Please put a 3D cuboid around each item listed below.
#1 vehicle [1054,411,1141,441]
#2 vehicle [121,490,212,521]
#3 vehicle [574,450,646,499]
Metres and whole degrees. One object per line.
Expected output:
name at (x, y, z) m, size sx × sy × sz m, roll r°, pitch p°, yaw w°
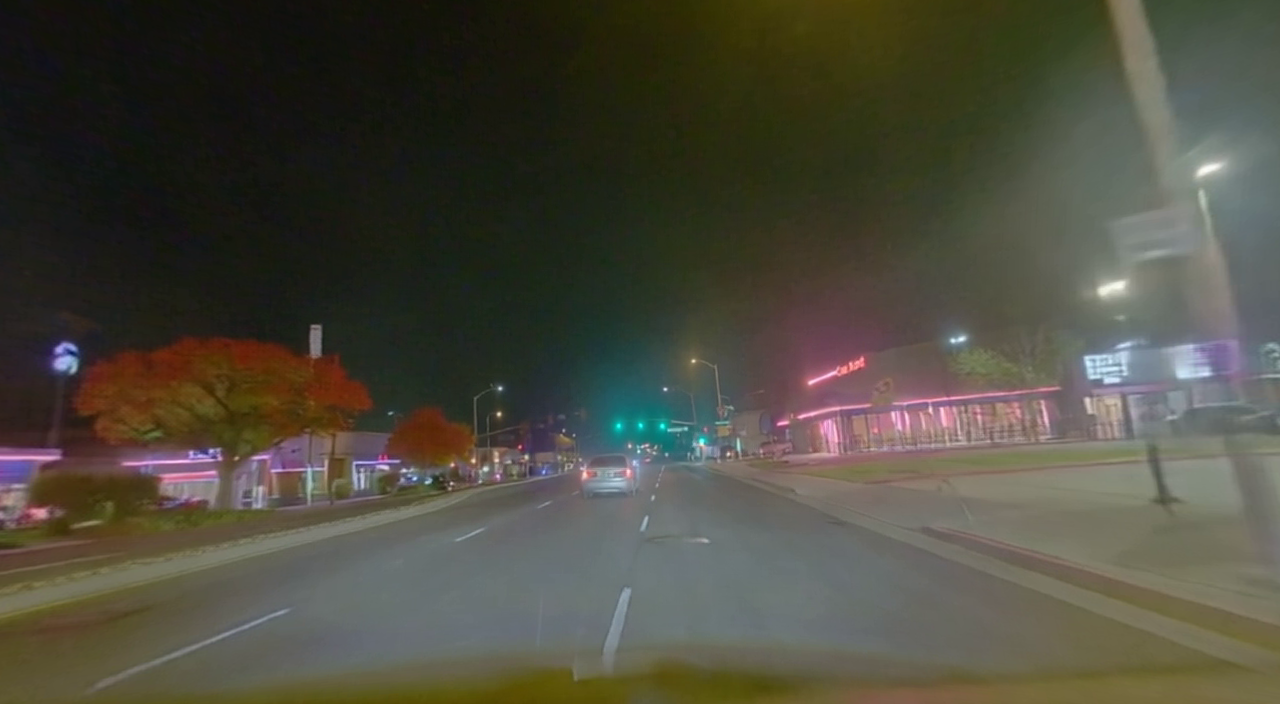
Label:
vehicle at (27.582, 4.551, 38.342) m, size 1.965 × 1.693 × 4.635 m, roll -1°, pitch -9°, yaw 3°
vehicle at (-30.177, 9.788, 40.445) m, size 1.817 × 1.485 × 4.436 m, roll -2°, pitch -9°, yaw 13°
vehicle at (-0.883, 4.026, 21.157) m, size 1.977 × 1.451 × 4.032 m, roll -1°, pitch -9°, yaw 3°
